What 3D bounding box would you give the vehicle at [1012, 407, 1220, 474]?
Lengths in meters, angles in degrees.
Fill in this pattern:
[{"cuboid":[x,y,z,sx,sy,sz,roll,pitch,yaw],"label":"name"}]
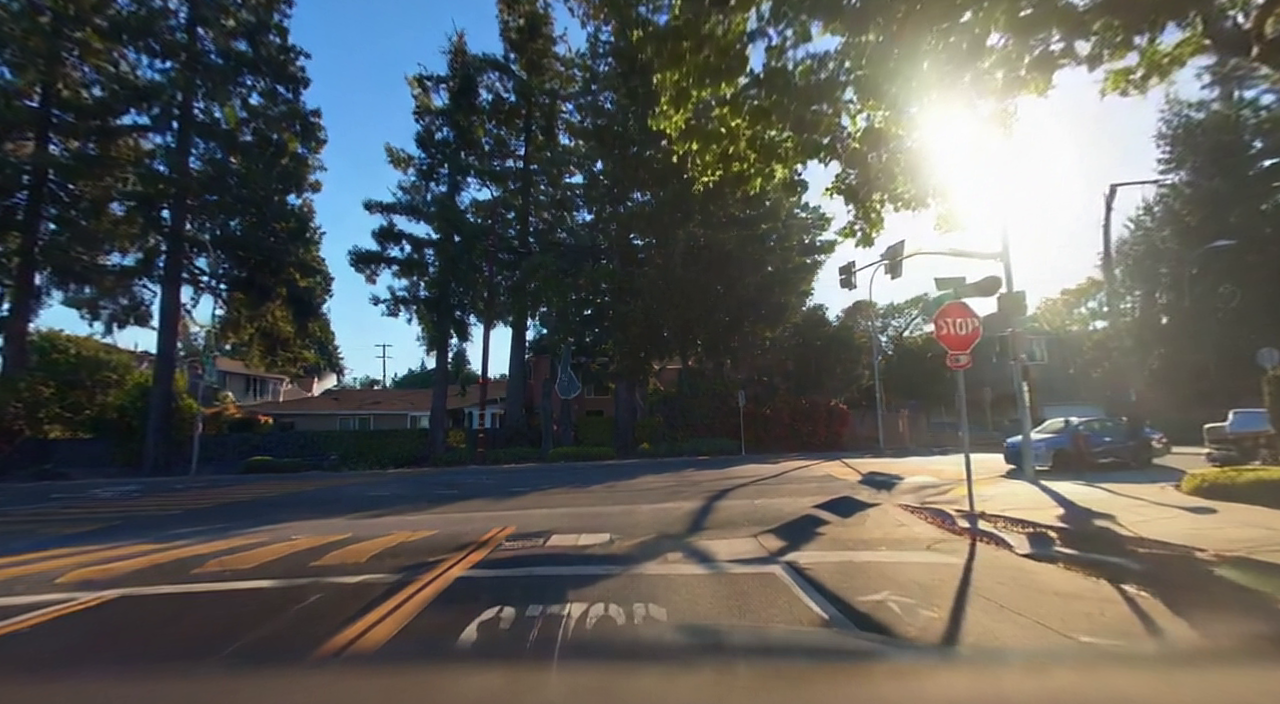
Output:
[{"cuboid":[12.862,2.412,17.253,4.208,1.685,2.014,1,-8,-8],"label":"vehicle"}]
